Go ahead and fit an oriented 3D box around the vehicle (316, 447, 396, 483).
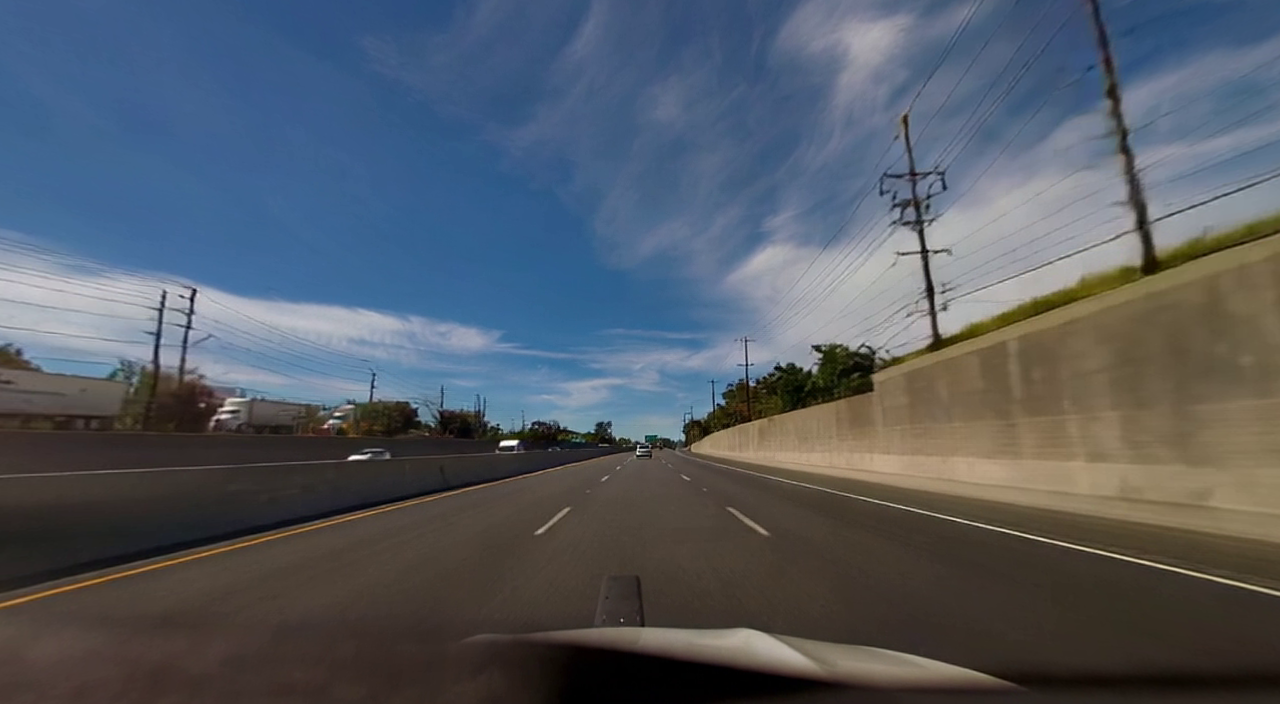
[{"bbox_3d":[-11.579,4.643,26.004,1.551,1.382,3.595,0,-10,1],"label":"vehicle"}]
